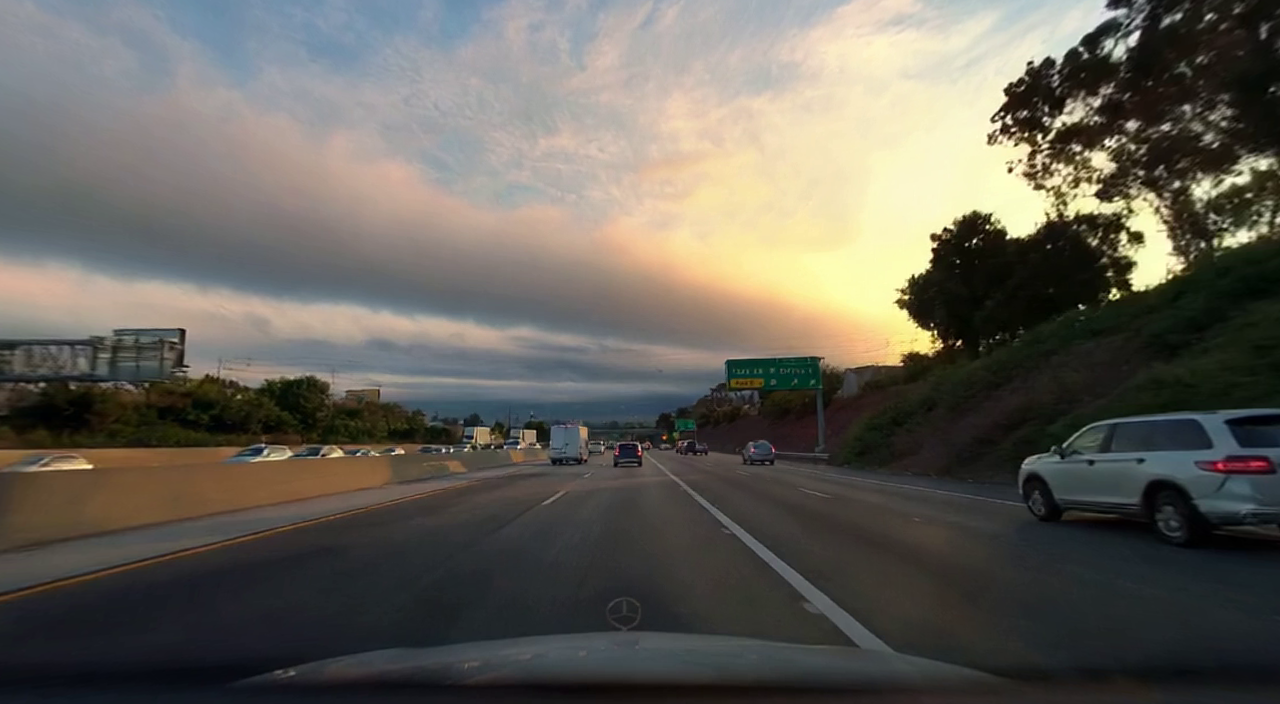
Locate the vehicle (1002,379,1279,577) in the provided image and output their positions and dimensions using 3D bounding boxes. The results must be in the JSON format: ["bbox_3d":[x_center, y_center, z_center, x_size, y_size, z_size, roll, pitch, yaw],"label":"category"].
[{"bbox_3d":[7.409,1.591,8.529,2.077,1.955,4.817,0,-9,-1],"label":"vehicle"}]

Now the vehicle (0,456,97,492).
[{"bbox_3d":[-25.283,5.098,26.628,1.663,1.370,3.443,0,-9,-1],"label":"vehicle"}]

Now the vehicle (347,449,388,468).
[{"bbox_3d":[-21.390,8.343,49.631,1.691,1.389,3.359,0,-9,0],"label":"vehicle"}]

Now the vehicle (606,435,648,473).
[{"bbox_3d":[-0.619,5.189,32.346,2.002,1.759,4.658,0,-8,0],"label":"vehicle"}]

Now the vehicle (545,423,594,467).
[{"bbox_3d":[-4.434,6.022,40.783,2.398,2.593,5.808,0,-9,0],"label":"vehicle"}]

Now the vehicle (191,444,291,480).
[{"bbox_3d":[-17.610,4.838,28.109,2.002,1.476,3.730,0,-9,-1],"label":"vehicle"}]

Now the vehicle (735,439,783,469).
[{"bbox_3d":[7.027,6.056,37.680,1.944,1.666,4.184,0,-9,-2],"label":"vehicle"}]
